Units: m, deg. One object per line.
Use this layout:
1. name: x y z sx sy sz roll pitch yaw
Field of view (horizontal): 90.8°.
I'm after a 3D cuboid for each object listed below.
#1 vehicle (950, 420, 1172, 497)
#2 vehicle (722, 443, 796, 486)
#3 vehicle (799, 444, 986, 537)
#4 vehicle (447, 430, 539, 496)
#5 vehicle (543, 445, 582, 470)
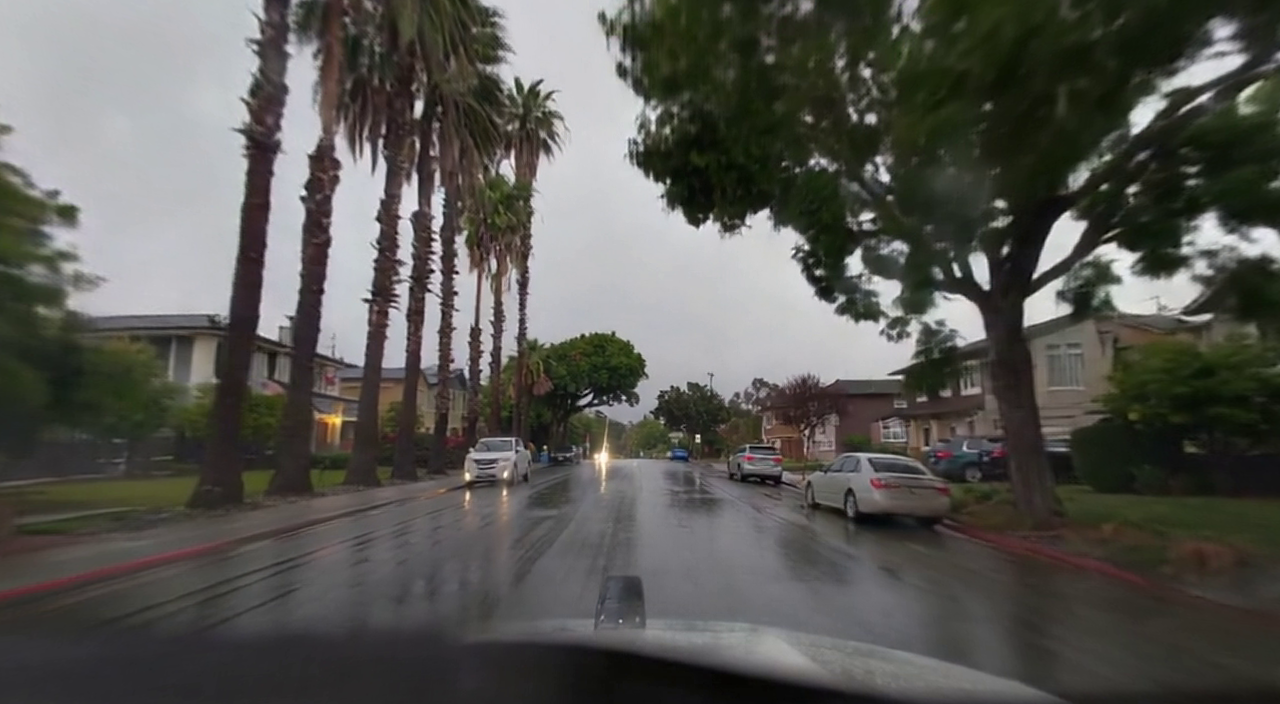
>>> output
1. vehicle: 11.630 2.968 17.744 4.621 1.591 2.090 -5 -8 -1
2. vehicle: 4.620 4.423 25.254 1.991 1.554 4.501 0 -9 -1
3. vehicle: 4.824 2.671 12.930 2.056 1.464 4.493 2 -9 1
4. vehicle: -4.783 3.685 21.358 2.149 1.877 5.082 -1 -8 -3
5. vehicle: -5.273 7.197 43.446 2.079 1.486 4.877 -2 -8 -1
